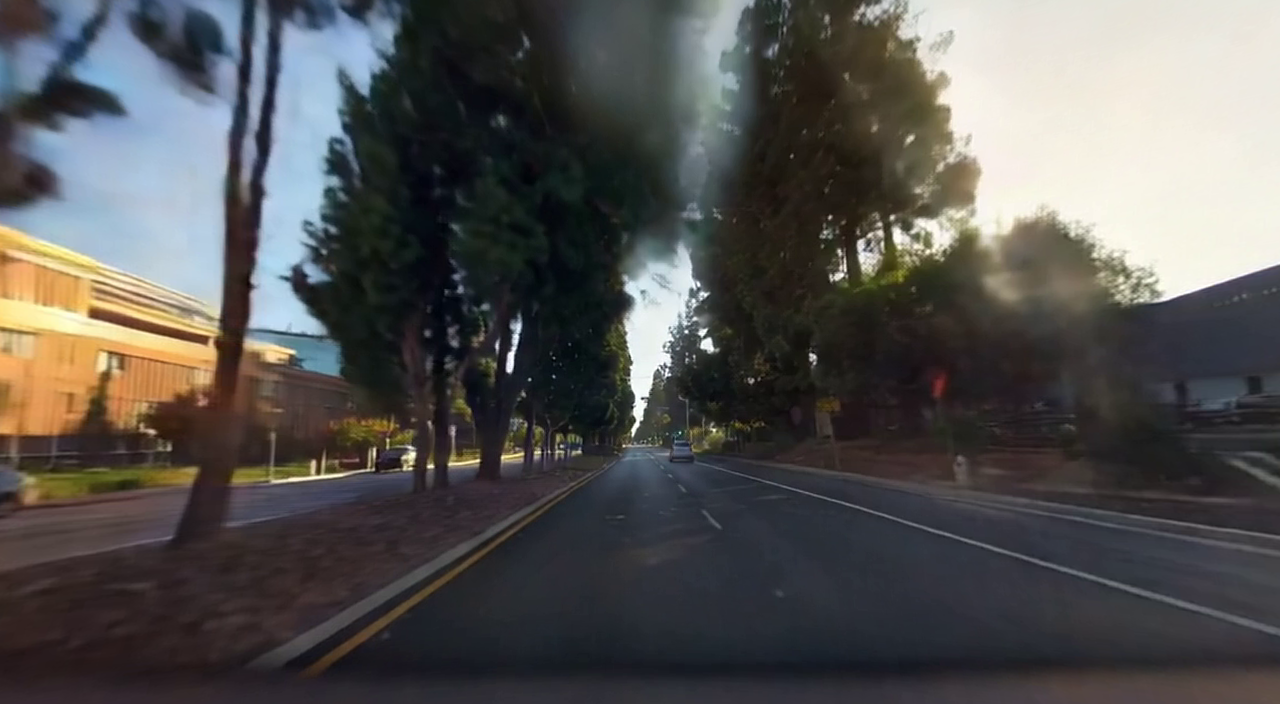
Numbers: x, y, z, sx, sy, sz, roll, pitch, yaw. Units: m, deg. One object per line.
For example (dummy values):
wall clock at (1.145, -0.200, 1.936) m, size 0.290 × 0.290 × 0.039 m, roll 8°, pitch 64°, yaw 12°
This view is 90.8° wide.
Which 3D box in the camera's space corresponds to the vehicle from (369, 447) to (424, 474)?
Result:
vehicle at (-17.077, 7.580, 44.578) m, size 2.052 × 1.776 × 4.483 m, roll 0°, pitch -8°, yaw 0°

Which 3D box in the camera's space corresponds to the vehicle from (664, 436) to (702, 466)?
vehicle at (2.815, 6.624, 42.376) m, size 2.085 × 1.828 × 5.383 m, roll 0°, pitch -8°, yaw -1°
